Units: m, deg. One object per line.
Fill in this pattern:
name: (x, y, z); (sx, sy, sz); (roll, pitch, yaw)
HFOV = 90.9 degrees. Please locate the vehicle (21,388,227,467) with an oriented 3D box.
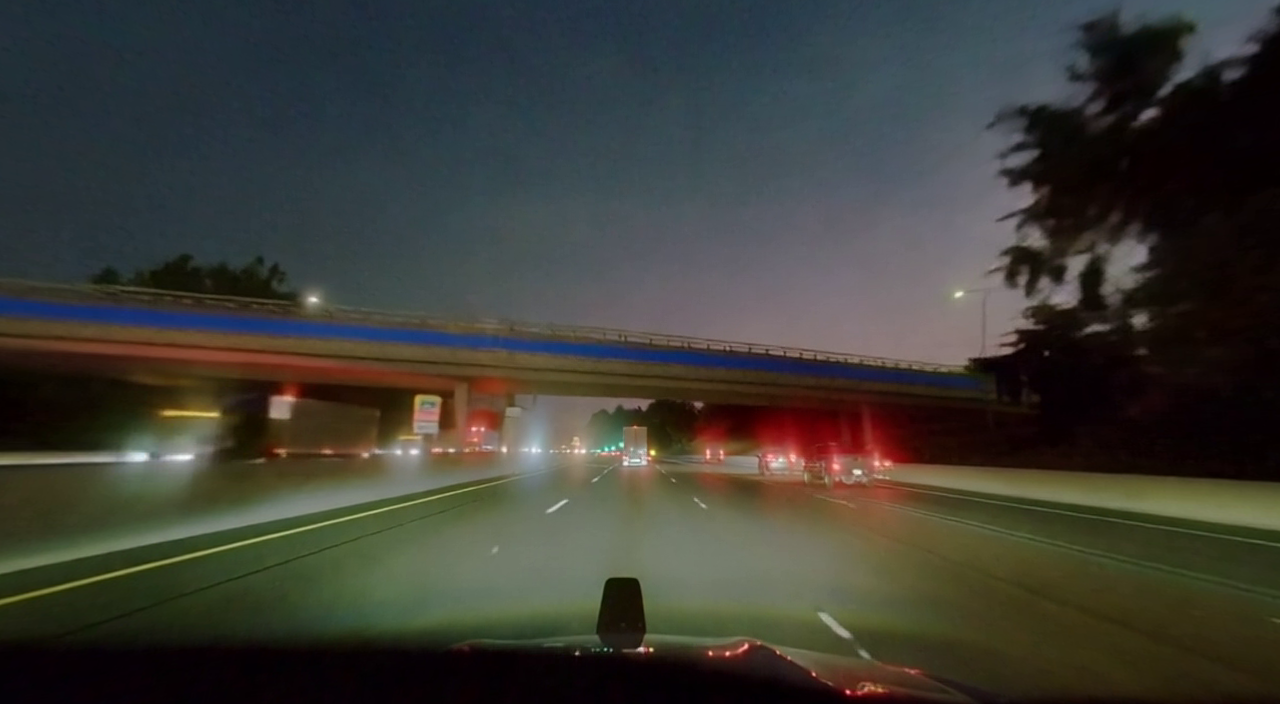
vehicle: (-23.633, 3.675, 29.682); (2.756, 3.192, 8.021); (0, -9, 0)

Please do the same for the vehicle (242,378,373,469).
vehicle: (-15.797, 3.579, 30.528); (2.938, 3.932, 5.905); (0, -9, 0)
